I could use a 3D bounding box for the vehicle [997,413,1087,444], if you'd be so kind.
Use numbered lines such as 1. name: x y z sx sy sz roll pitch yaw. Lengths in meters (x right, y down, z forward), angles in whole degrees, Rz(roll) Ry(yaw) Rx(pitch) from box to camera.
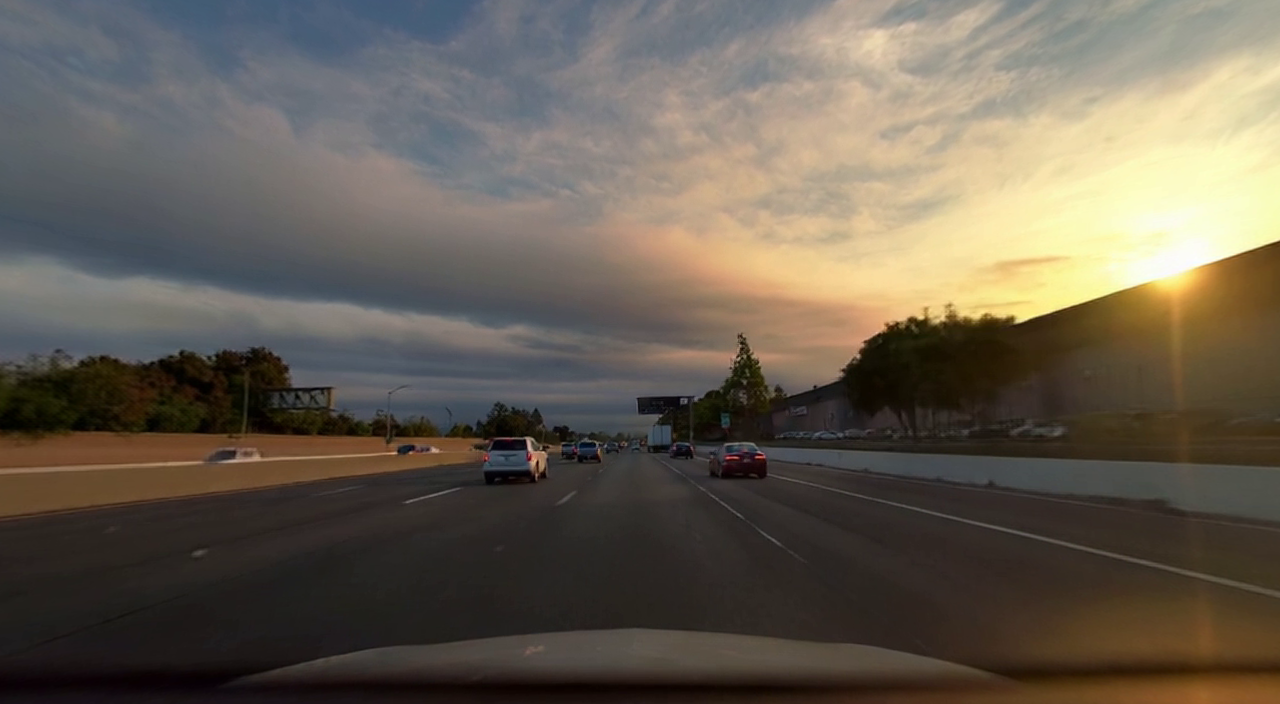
1. vehicle: 27.528 5.362 43.569 2.235 1.862 5.983 -1 -9 0

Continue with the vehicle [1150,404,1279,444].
1. vehicle: 32.569 4.164 36.010 2.264 1.993 5.565 -1 -9 0

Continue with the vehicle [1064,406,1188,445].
1. vehicle: 27.635 4.299 36.300 2.098 1.922 6.223 -1 -9 -1

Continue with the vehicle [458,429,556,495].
1. vehicle: -3.898 3.321 19.399 1.987 1.765 4.508 0 -8 0

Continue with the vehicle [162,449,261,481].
1. vehicle: -21.300 5.618 31.659 1.902 1.434 4.351 0 -8 0

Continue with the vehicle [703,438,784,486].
1. vehicle: 3.568 3.872 22.641 1.957 1.510 4.643 0 -8 -2

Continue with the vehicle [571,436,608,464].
1. vehicle: -3.782 7.458 48.186 2.410 1.981 5.355 0 -8 0
